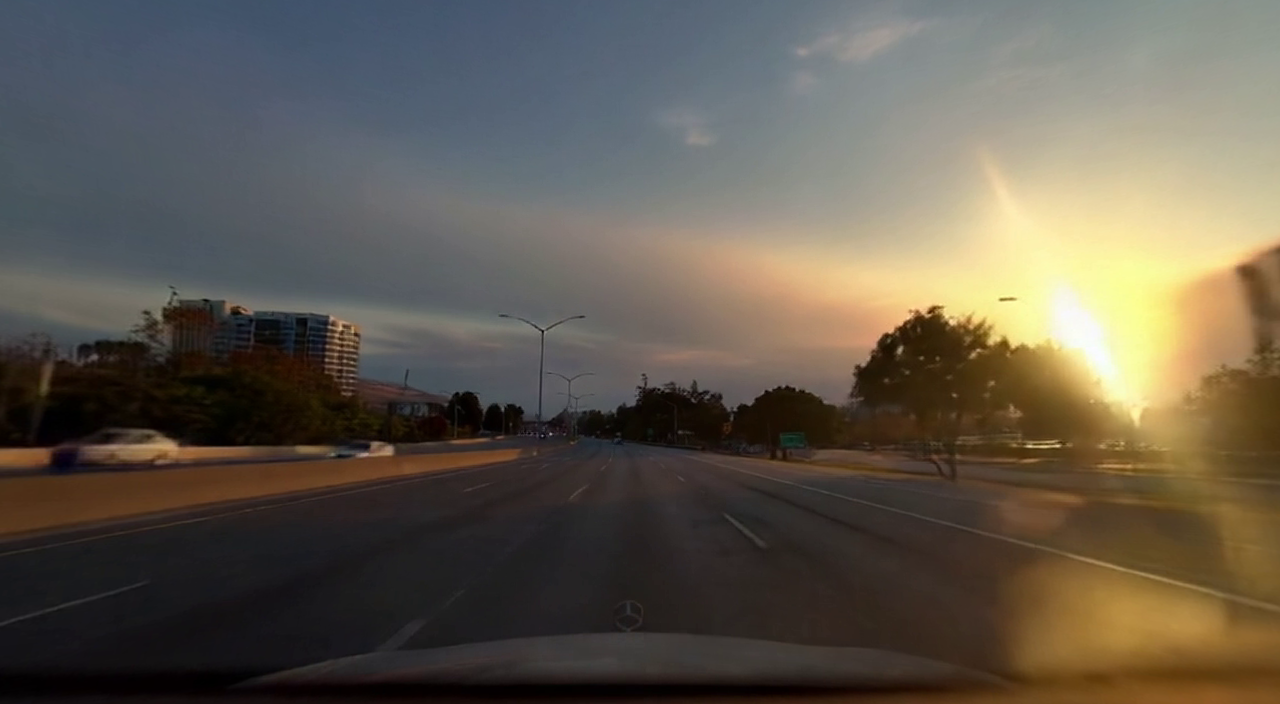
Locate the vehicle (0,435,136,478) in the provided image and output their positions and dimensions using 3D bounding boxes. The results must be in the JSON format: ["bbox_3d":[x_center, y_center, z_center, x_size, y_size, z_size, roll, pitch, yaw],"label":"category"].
[{"bbox_3d":[-22.825,4.129,25.175,1.872,1.528,4.287,0,-8,-1],"label":"vehicle"}]

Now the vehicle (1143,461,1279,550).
[{"bbox_3d":[9.414,2.034,8.059,2.635,1.057,4.249,2,-8,3],"label":"vehicle"}]
